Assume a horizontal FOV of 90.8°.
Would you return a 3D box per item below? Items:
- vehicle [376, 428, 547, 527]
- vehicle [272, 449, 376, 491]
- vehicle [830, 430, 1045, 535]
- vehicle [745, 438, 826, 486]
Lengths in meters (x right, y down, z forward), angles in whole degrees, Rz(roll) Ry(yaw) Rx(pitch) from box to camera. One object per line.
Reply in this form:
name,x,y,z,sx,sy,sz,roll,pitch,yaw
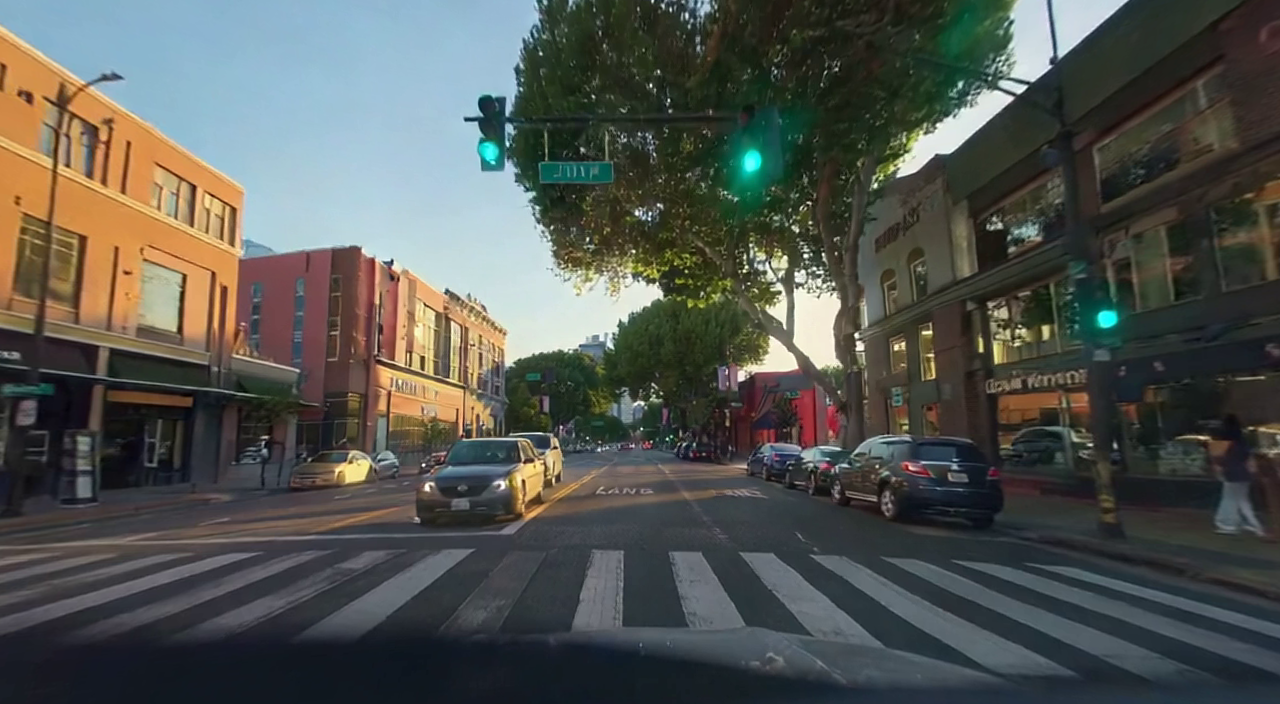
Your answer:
vehicle,-3.133,2.303,12.166,2.013,1.527,4.335,0,-8,0
vehicle,-12.555,4.682,25.423,1.973,1.528,4.037,-1,-8,2
vehicle,5.893,2.616,13.379,2.116,1.780,4.682,0,-8,-2
vehicle,5.982,4.554,26.583,2.150,1.805,4.870,0,-8,-1
